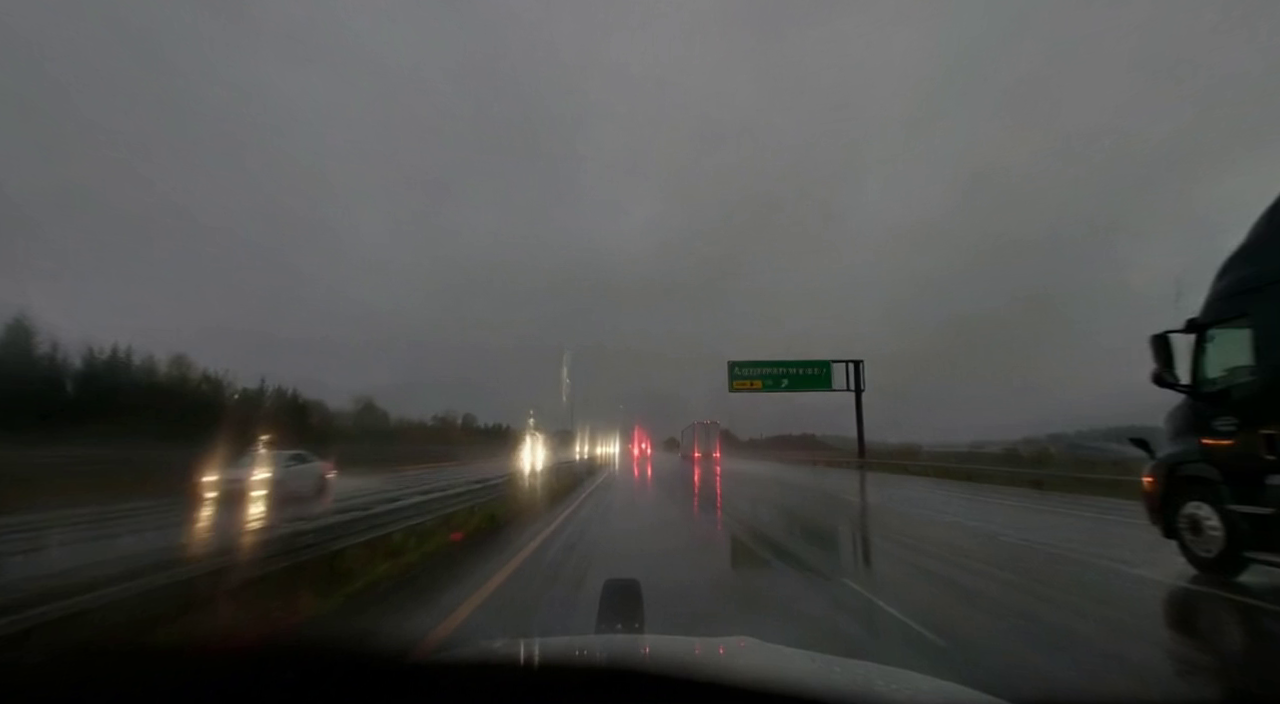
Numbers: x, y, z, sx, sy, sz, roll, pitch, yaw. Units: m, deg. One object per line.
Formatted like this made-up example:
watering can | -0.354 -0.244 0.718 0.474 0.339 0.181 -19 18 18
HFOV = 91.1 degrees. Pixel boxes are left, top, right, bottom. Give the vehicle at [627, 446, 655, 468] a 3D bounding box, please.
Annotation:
vehicle | 0.093 7.965 47.926 2.024 1.579 3.707 -1 -9 0

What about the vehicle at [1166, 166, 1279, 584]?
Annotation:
vehicle | 7.736 0.051 5.050 3.060 3.998 4.113 0 -9 0

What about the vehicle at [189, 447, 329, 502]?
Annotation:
vehicle | -11.932 3.825 20.066 1.872 1.511 4.144 -1 -9 0
